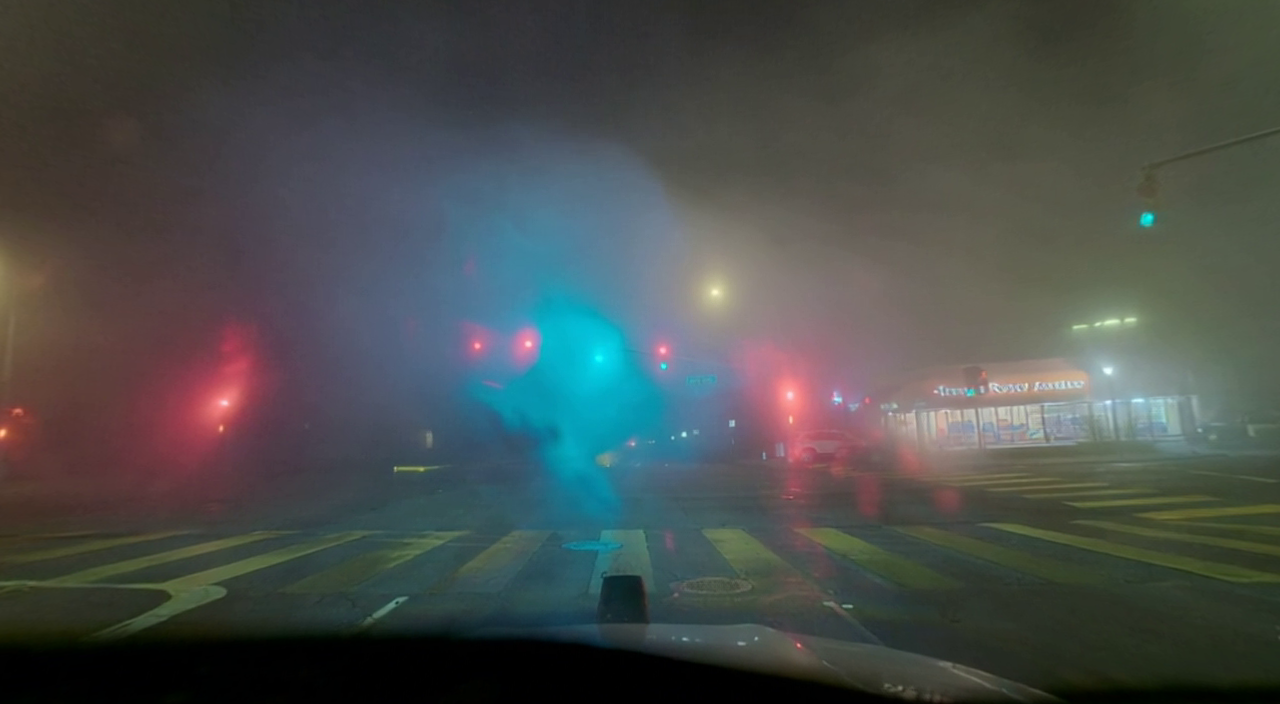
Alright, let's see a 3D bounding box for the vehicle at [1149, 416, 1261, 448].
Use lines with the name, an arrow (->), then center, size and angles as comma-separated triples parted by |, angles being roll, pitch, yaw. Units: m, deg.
vehicle -> 28.267, 4.073, 31.724 | 1.799, 1.459, 4.266 | 0, -8, 3
